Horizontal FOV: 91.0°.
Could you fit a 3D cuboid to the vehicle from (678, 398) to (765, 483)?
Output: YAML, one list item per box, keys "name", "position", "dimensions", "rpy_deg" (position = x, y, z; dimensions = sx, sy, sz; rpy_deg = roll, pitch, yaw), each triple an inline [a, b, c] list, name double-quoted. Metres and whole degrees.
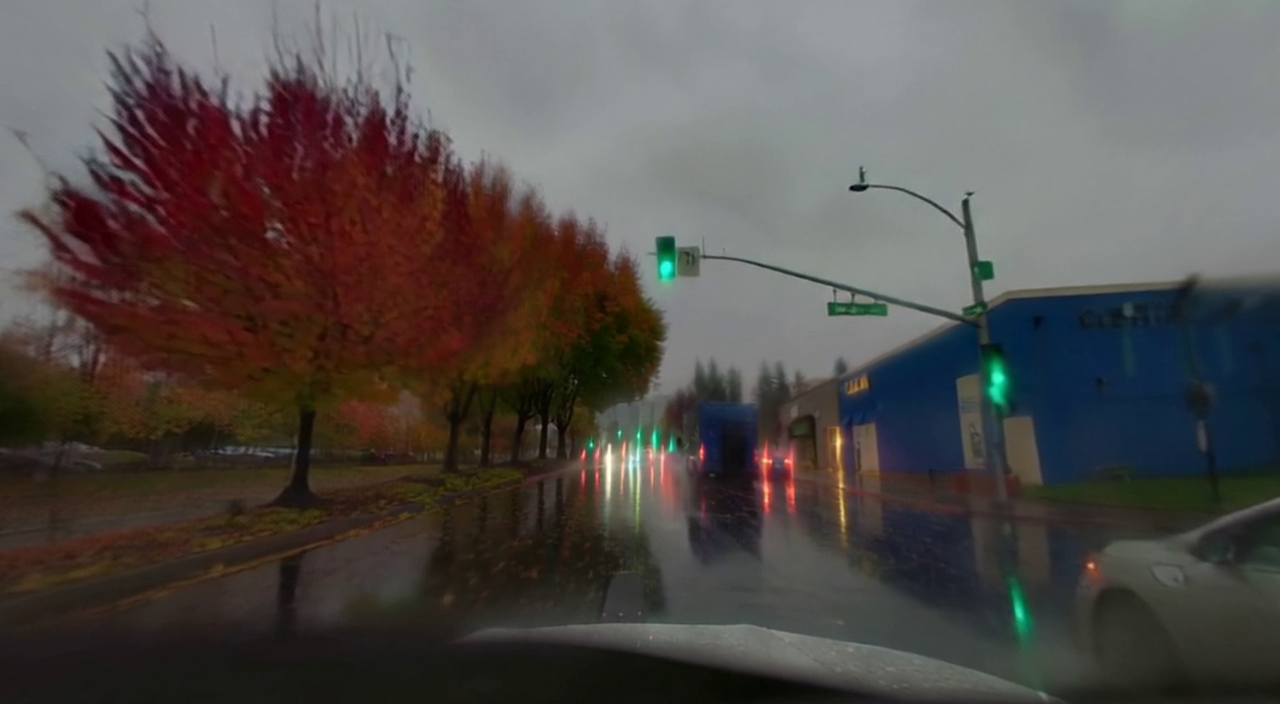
- name: "vehicle"
  position: [3.877, 4.654, 32.744]
  dimensions: [3.003, 3.680, 10.684]
  rpy_deg: [0, -9, 0]

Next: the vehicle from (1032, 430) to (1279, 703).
- name: "vehicle"
  position: [3.807, 0.954, 2.025]
  dimensions: [1.915, 1.449, 4.970]
  rpy_deg: [0, -9, 0]

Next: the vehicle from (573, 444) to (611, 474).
- name: "vehicle"
  position: [-3.125, 7.040, 41.725]
  dimensions: [2.035, 1.867, 4.607]
  rpy_deg: [-1, -9, 2]

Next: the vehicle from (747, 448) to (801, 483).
- name: "vehicle"
  position: [6.980, 6.062, 33.252]
  dimensions: [1.889, 1.417, 4.759]
  rpy_deg: [-3, -14, 1]

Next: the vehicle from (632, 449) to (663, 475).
- name: "vehicle"
  position: [0.440, 6.894, 39.693]
  dimensions: [1.846, 1.528, 4.348]
  rpy_deg: [0, -9, 0]
